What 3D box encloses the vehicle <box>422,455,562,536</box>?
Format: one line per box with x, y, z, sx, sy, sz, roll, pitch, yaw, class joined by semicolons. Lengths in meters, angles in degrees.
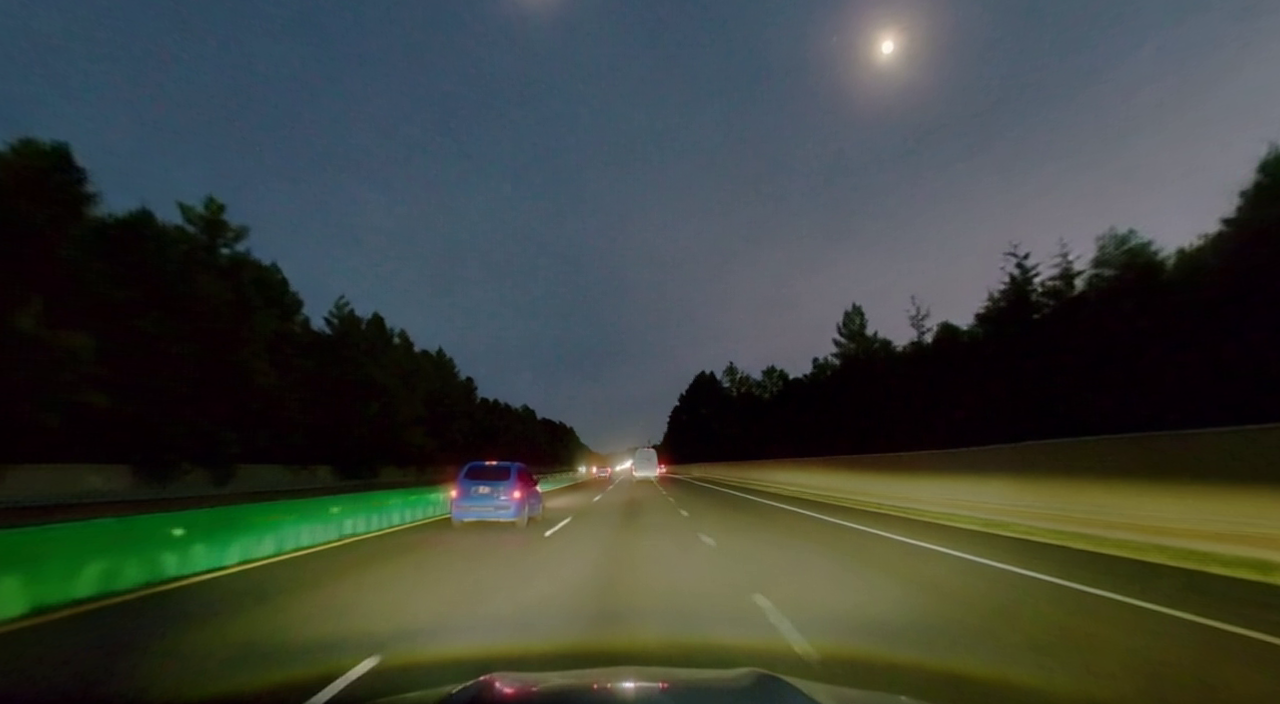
-3.090;3.134;14.217;2.038;1.490;4.391;1;-10;1;vehicle
